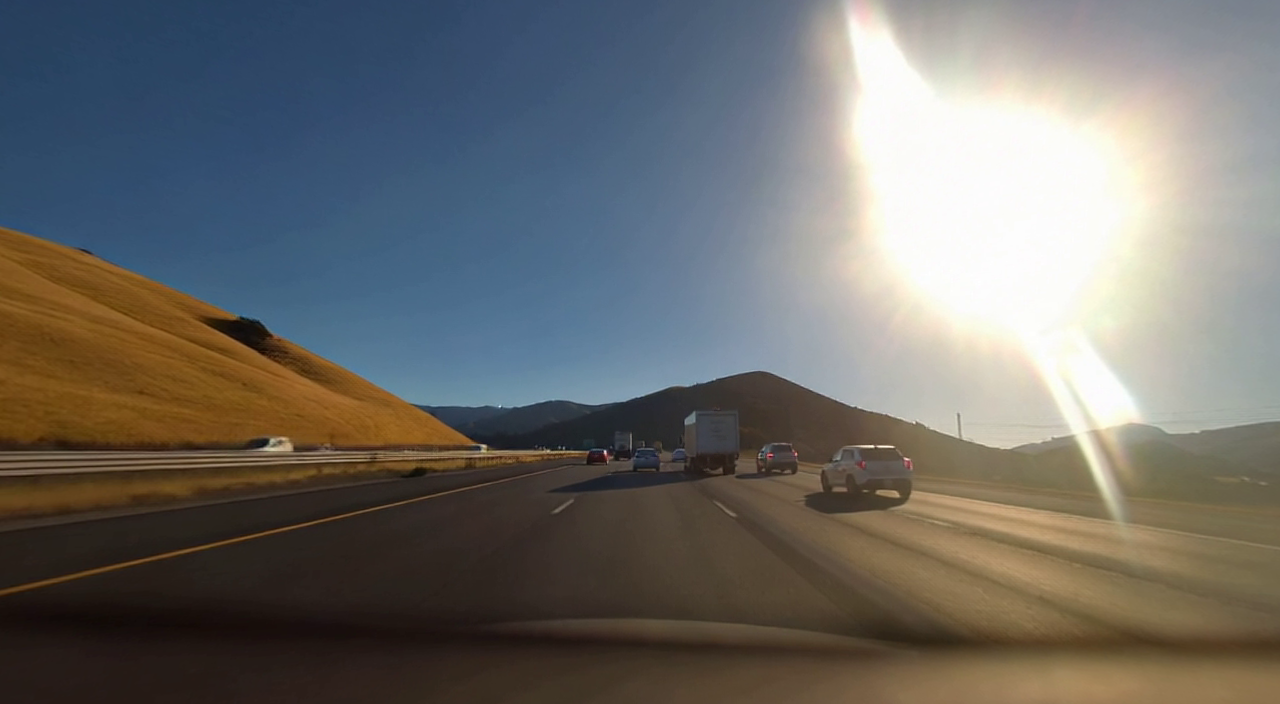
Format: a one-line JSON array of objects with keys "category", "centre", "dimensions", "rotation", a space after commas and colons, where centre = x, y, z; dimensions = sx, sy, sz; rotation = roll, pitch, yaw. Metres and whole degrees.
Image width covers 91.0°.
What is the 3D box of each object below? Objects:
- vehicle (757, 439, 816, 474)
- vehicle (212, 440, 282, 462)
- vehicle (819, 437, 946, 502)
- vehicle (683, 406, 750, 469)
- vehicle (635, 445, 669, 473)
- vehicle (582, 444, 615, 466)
[{"category": "vehicle", "centre": [8.058, 5.791, 35.119], "dimensions": [2.143, 1.775, 4.729], "rotation": [0, -9, 0]}, {"category": "vehicle", "centre": [-30.081, 7.601, 48.381], "dimensions": [1.929, 1.595, 5.154], "rotation": [0, -9, 2]}, {"category": "vehicle", "centre": [7.013, 3.419, 18.817], "dimensions": [2.044, 1.676, 4.421], "rotation": [0, -9, 1]}, {"category": "vehicle", "centre": [4.781, 5.744, 41.809], "dimensions": [3.130, 3.607, 11.129], "rotation": [0, -9, 0]}, {"category": "vehicle", "centre": [0.683, 6.067, 35.814], "dimensions": [1.866, 1.492, 3.932], "rotation": [0, -9, 1]}, {"category": "vehicle", "centre": [-3.064, 7.696, 47.211], "dimensions": [2.132, 1.506, 4.256], "rotation": [0, -9, 0]}]
